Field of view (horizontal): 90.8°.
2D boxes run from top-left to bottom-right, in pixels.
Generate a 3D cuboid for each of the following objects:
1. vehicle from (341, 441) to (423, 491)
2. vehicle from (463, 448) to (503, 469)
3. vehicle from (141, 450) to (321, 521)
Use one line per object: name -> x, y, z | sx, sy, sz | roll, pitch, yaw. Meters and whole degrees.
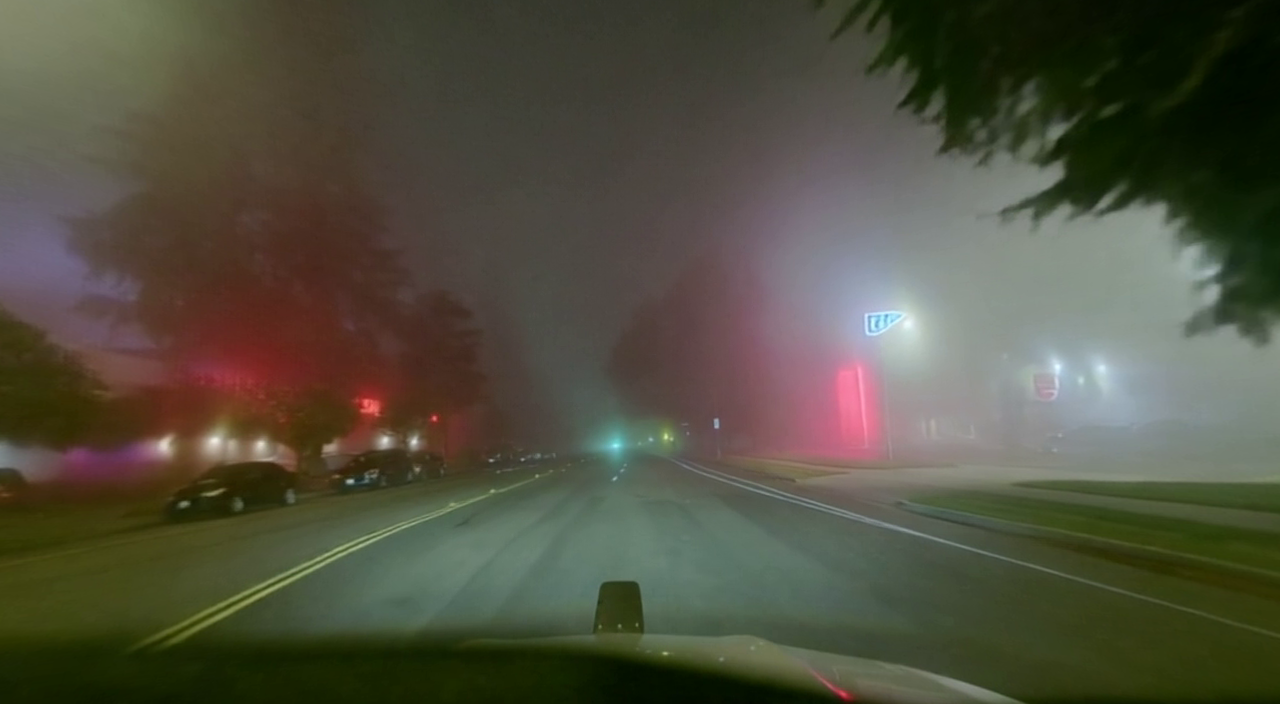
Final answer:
vehicle -> -11.633, 5.141, 28.853 | 2.015, 1.884, 4.488 | -6, -8, -3
vehicle -> -11.762, 8.006, 47.569 | 1.958, 1.457, 4.254 | 0, -9, -1
vehicle -> -11.522, 3.732, 18.344 | 1.950, 1.720, 4.868 | 0, -9, 0
